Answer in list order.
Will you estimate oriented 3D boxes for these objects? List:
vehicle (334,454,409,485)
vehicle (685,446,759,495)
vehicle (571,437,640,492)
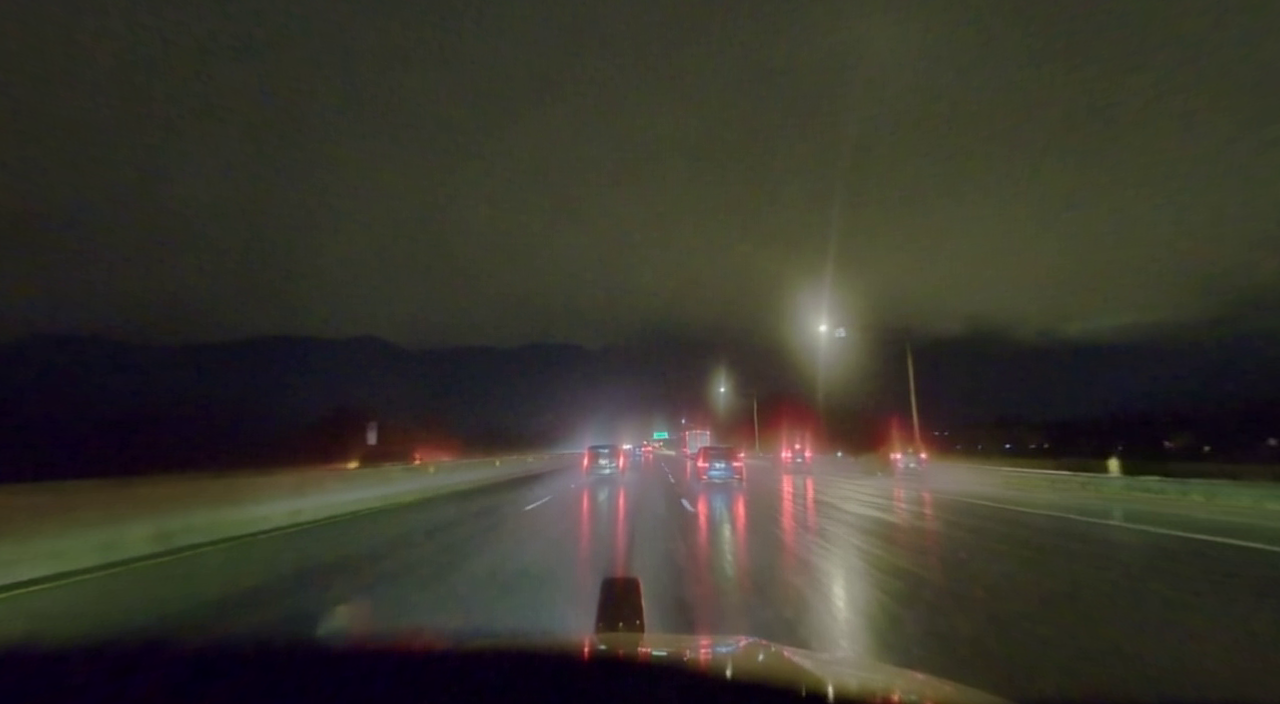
[{"bbox_3d":[-14.220,6.220,33.601,1.948,1.503,4.343,0,-9,2],"label":"vehicle"},{"bbox_3d":[2.686,3.984,21.542,2.004,1.471,4.032,0,-9,1],"label":"vehicle"},{"bbox_3d":[-1.099,3.940,22.331,2.142,1.724,4.344,0,-9,1],"label":"vehicle"}]
